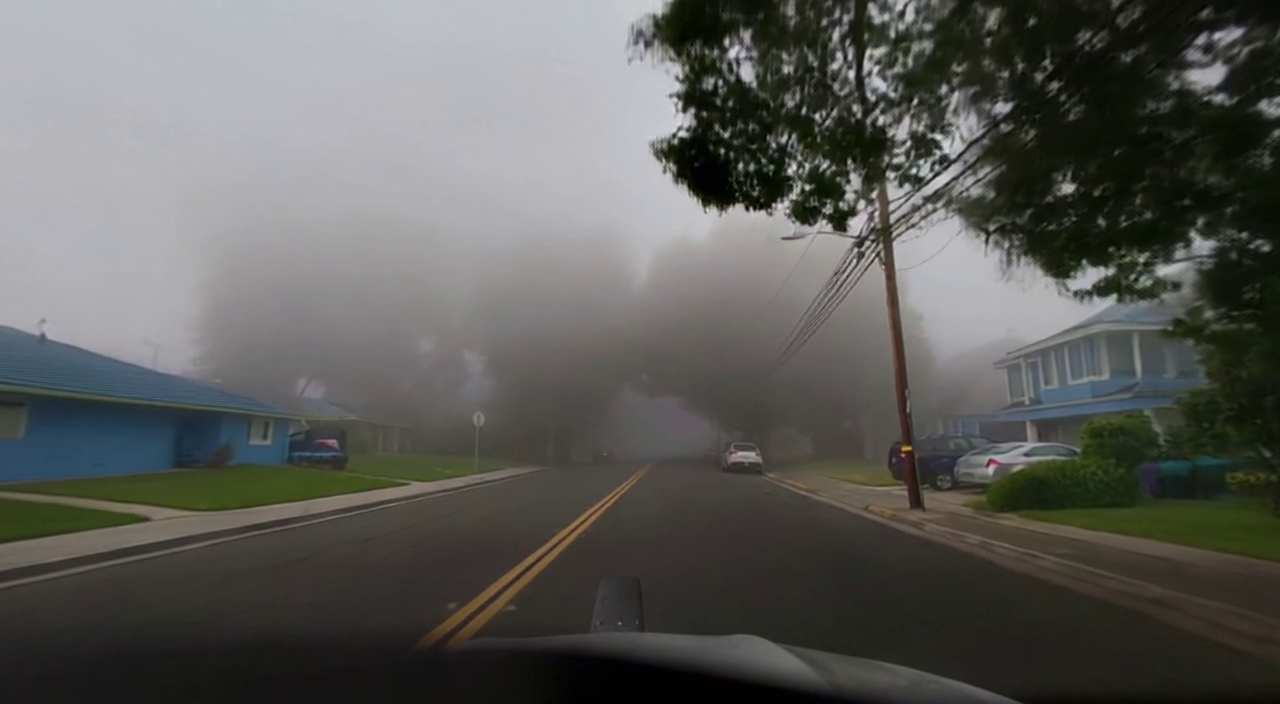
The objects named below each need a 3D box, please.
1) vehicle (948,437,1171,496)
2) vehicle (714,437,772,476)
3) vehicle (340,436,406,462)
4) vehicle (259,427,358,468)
[{"bbox_3d":[11.296,3.109,17.336,4.625,1.501,2.011,-1,-8,3],"label":"vehicle"},{"bbox_3d":[5.266,5.427,33.071,2.114,1.858,5.144,0,-8,-1],"label":"vehicle"},{"bbox_3d":[-19.207,7.057,45.719,2.139,1.746,5.099,-1,-9,5],"label":"vehicle"},{"bbox_3d":[-16.253,4.748,31.387,2.034,1.829,5.161,0,-9,1],"label":"vehicle"}]
